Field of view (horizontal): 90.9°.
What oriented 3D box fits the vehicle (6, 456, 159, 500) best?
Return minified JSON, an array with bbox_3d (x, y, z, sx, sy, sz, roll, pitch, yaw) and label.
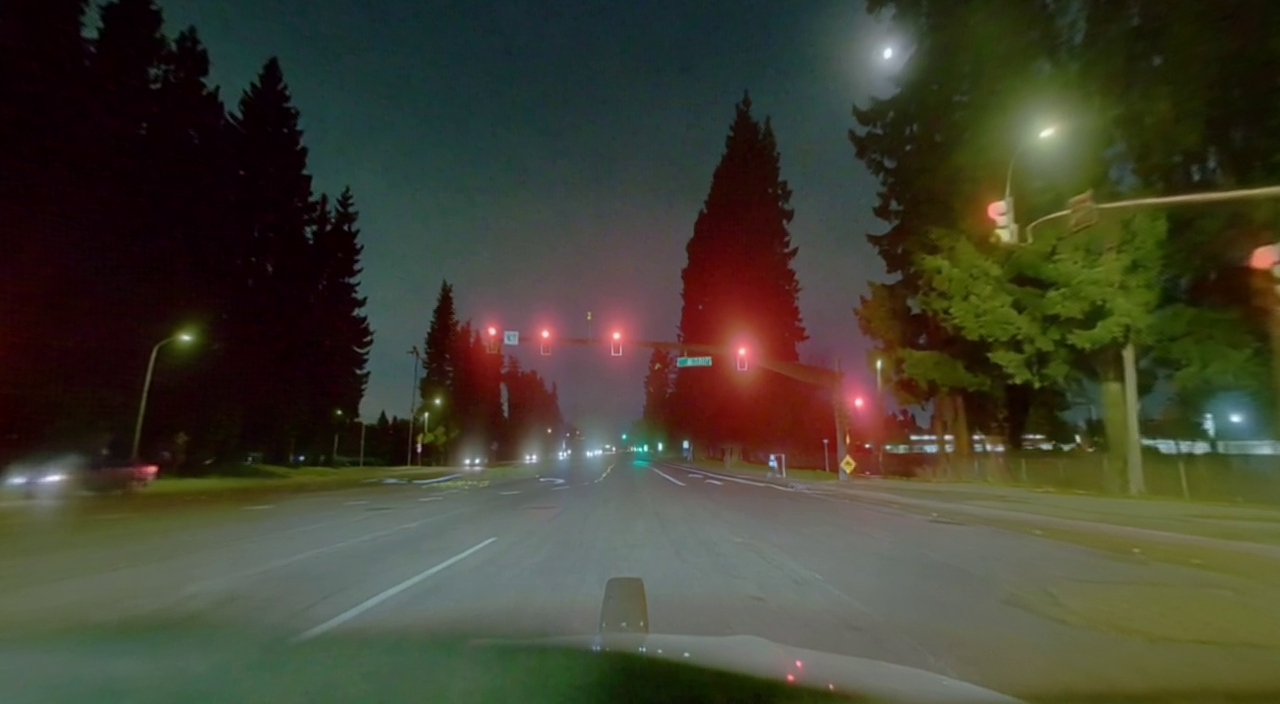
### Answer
[{"bbox_3d":[-21.374,4.802,24.439,1.965,1.475,4.269,0,-8,1],"label":"vehicle"}]
